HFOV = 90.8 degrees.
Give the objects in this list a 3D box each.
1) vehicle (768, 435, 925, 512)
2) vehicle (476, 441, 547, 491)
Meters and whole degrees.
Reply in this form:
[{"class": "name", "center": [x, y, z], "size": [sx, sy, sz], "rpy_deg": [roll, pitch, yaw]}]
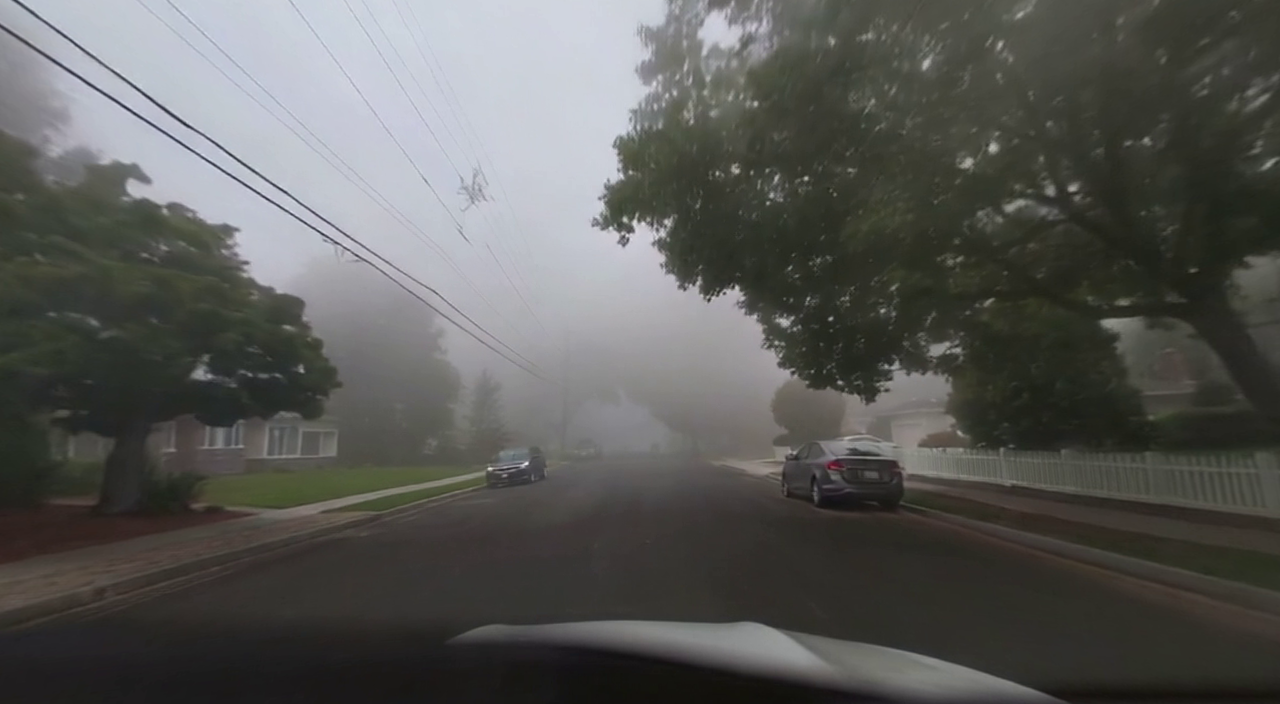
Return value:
[{"class": "vehicle", "center": [4.686, 2.819, 15.157], "size": [2.170, 1.549, 4.178], "rpy_deg": [0, -9, -3]}, {"class": "vehicle", "center": [-5.249, 4.671, 26.338], "size": [1.970, 1.666, 4.223], "rpy_deg": [-4, -7, 0]}]
